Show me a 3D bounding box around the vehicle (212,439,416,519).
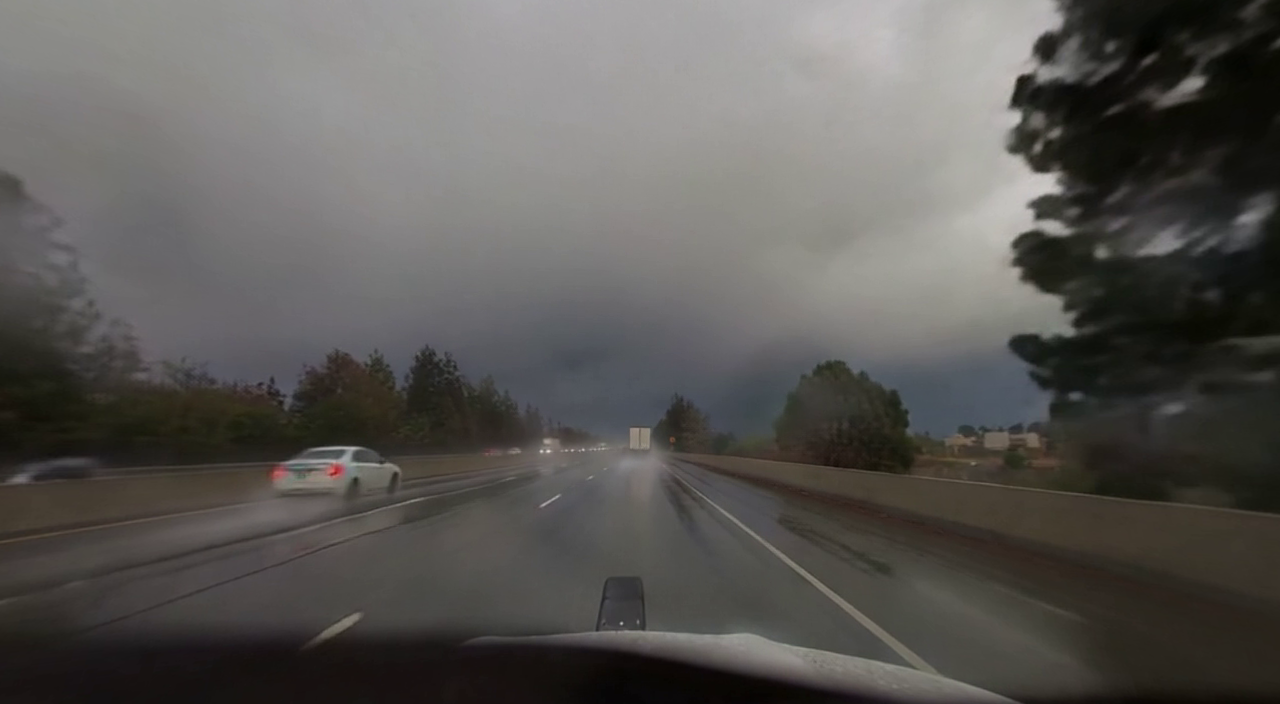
[{"bbox_3d":[-7.456,2.949,15.252,2.179,1.577,5.070,0,-9,1],"label":"vehicle"}]
